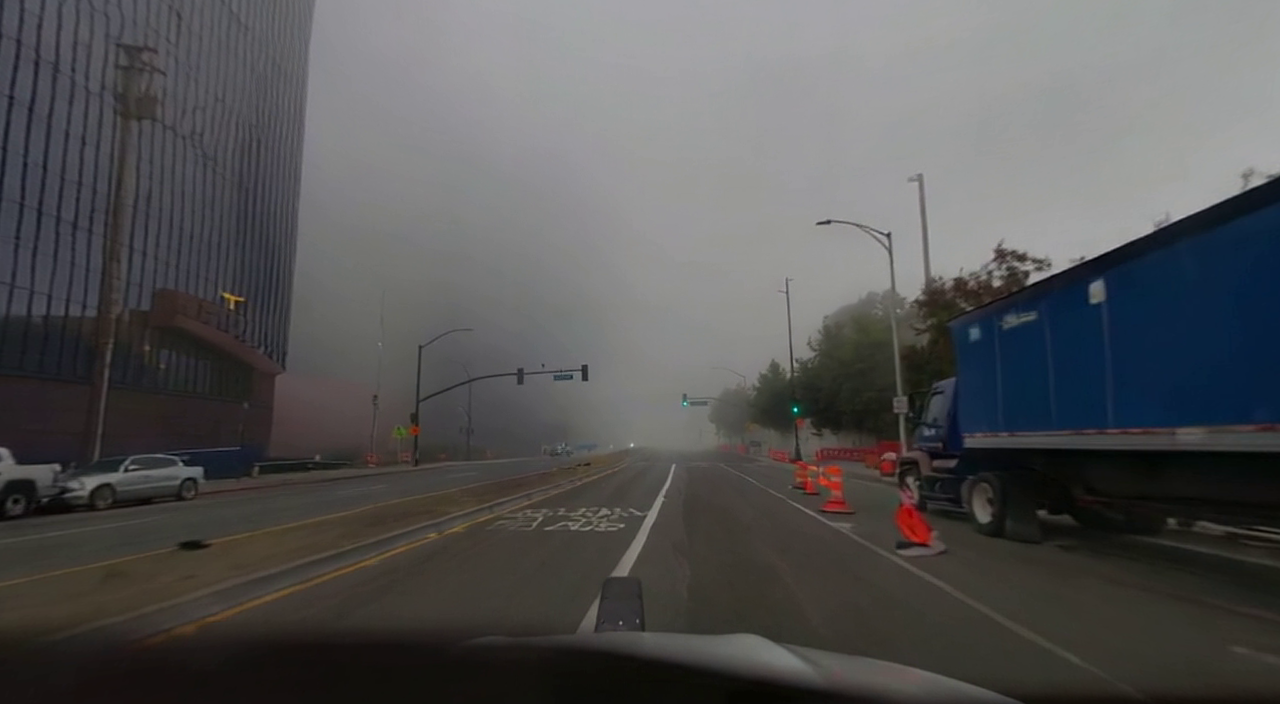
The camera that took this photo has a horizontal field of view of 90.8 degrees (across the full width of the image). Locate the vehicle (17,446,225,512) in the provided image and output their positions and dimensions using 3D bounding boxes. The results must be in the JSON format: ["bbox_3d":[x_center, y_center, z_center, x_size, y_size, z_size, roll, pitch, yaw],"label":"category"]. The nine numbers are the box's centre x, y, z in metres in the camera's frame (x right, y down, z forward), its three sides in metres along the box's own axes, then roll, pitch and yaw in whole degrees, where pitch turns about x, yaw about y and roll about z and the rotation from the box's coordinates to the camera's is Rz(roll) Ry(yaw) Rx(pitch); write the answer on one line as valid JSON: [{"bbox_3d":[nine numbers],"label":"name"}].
[{"bbox_3d":[-15.161,3.687,18.957,1.925,1.665,4.893,0,-8,2],"label":"vehicle"}]

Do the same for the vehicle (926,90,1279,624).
[{"bbox_3d":[6.388,0.230,5.939,3.176,3.913,9.805,0,-8,3],"label":"vehicle"}]
